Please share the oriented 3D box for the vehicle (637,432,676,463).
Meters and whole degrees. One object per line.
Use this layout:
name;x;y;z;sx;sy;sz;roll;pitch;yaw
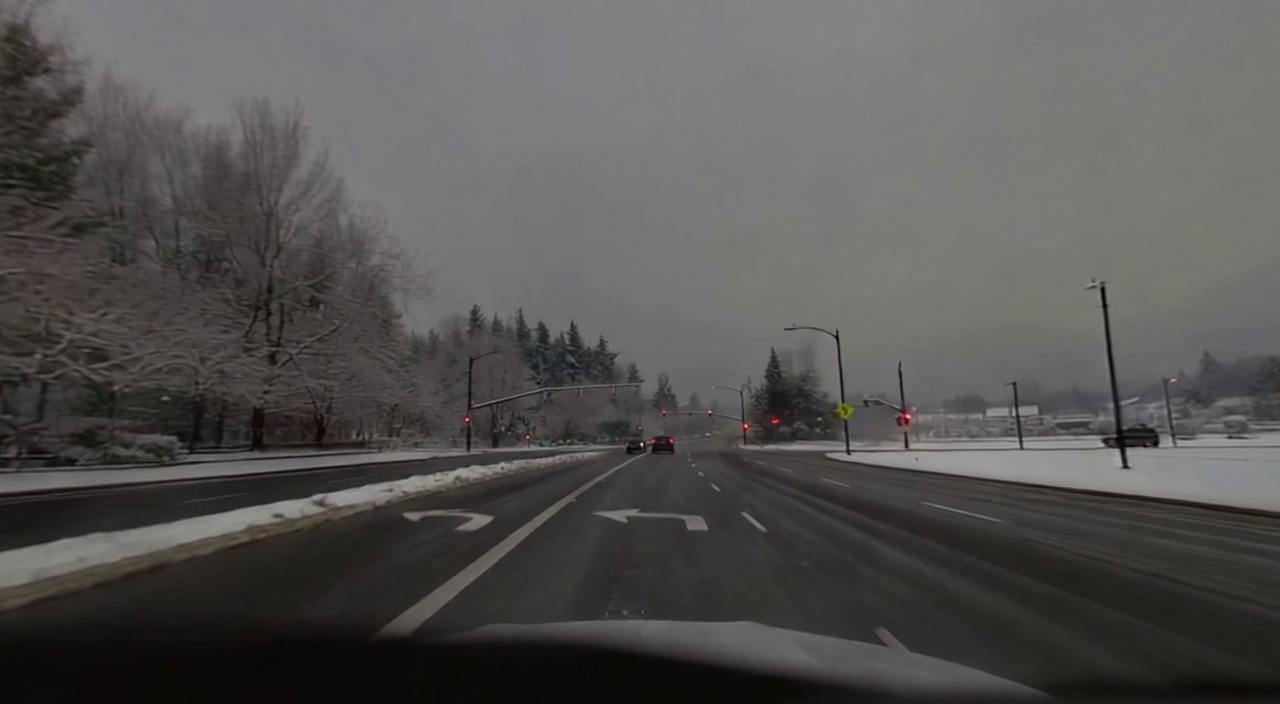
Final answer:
vehicle;1.040;5.897;38.932;2.298;1.770;4.138;0;-8;2
